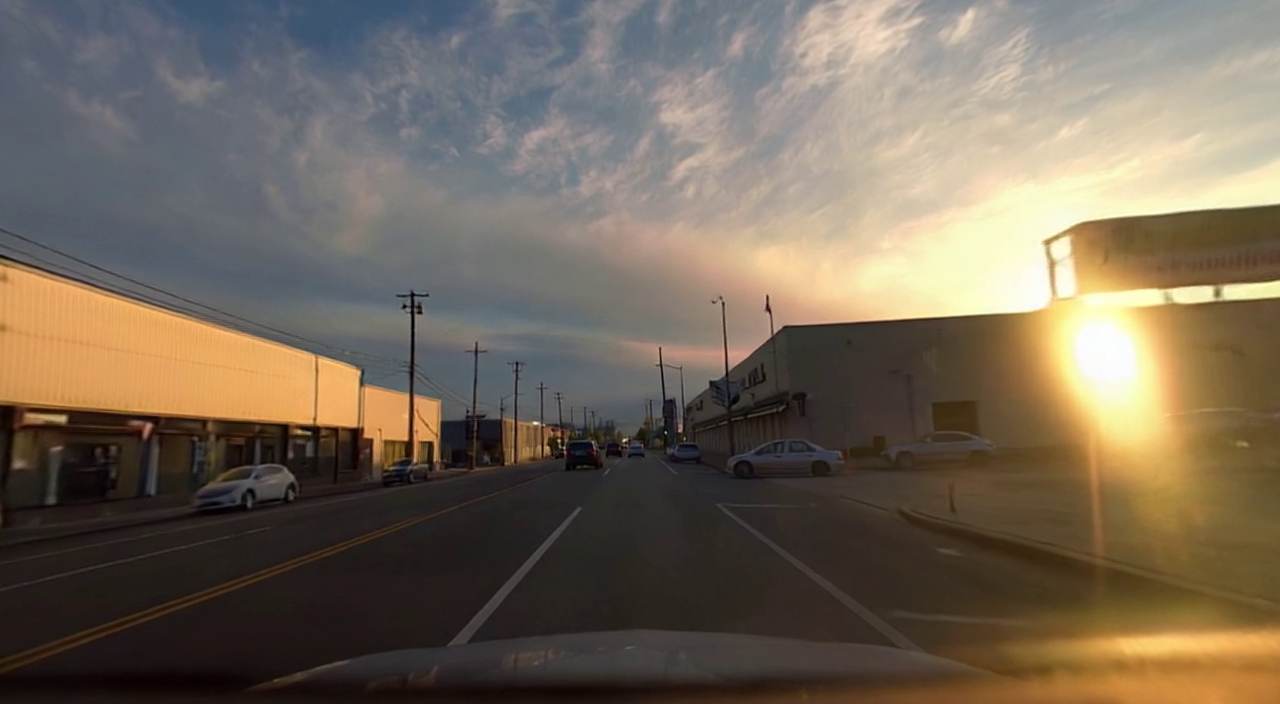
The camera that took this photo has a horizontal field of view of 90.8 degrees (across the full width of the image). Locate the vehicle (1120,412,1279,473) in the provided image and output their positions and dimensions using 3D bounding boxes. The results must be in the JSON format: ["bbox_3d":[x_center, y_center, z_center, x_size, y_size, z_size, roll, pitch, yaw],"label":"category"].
[{"bbox_3d":[15.740,2.364,16.520,4.877,1.471,1.852,0,-8,-2],"label":"vehicle"}]

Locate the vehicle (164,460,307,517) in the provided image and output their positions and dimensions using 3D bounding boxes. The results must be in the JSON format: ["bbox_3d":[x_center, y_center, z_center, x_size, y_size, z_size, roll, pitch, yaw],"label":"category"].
[{"bbox_3d":[-15.485,5.212,24.669,1.966,1.760,5.423,-1,-8,0],"label":"vehicle"}]

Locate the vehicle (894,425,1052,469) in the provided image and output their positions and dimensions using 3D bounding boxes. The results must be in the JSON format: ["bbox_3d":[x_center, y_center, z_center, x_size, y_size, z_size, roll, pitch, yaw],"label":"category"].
[{"bbox_3d":[12.815,3.727,24.708,5.034,1.590,2.025,-2,-8,13],"label":"vehicle"}]

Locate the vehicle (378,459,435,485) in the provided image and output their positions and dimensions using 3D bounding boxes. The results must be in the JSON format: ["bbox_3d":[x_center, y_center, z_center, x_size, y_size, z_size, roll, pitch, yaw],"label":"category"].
[{"bbox_3d":[-15.766,8.127,42.915,2.073,1.492,4.687,-1,-8,0],"label":"vehicle"}]

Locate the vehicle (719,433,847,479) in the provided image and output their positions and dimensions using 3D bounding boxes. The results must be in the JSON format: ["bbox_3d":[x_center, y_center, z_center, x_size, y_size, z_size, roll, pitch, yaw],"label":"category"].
[{"bbox_3d":[5.300,3.939,24.075,4.474,1.632,2.234,-1,-8,5],"label":"vehicle"}]

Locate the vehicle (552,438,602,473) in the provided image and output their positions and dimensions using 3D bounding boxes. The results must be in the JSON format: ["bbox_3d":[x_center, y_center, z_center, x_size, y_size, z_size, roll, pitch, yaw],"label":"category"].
[{"bbox_3d":[-3.500,5.839,35.910,2.348,1.831,4.737,0,-8,0],"label":"vehicle"}]

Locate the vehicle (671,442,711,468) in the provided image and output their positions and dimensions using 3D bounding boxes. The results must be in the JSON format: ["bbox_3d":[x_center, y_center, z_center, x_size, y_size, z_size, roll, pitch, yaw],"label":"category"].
[{"bbox_3d":[3.183,6.589,40.575,2.007,1.558,4.464,0,-8,-2],"label":"vehicle"}]
